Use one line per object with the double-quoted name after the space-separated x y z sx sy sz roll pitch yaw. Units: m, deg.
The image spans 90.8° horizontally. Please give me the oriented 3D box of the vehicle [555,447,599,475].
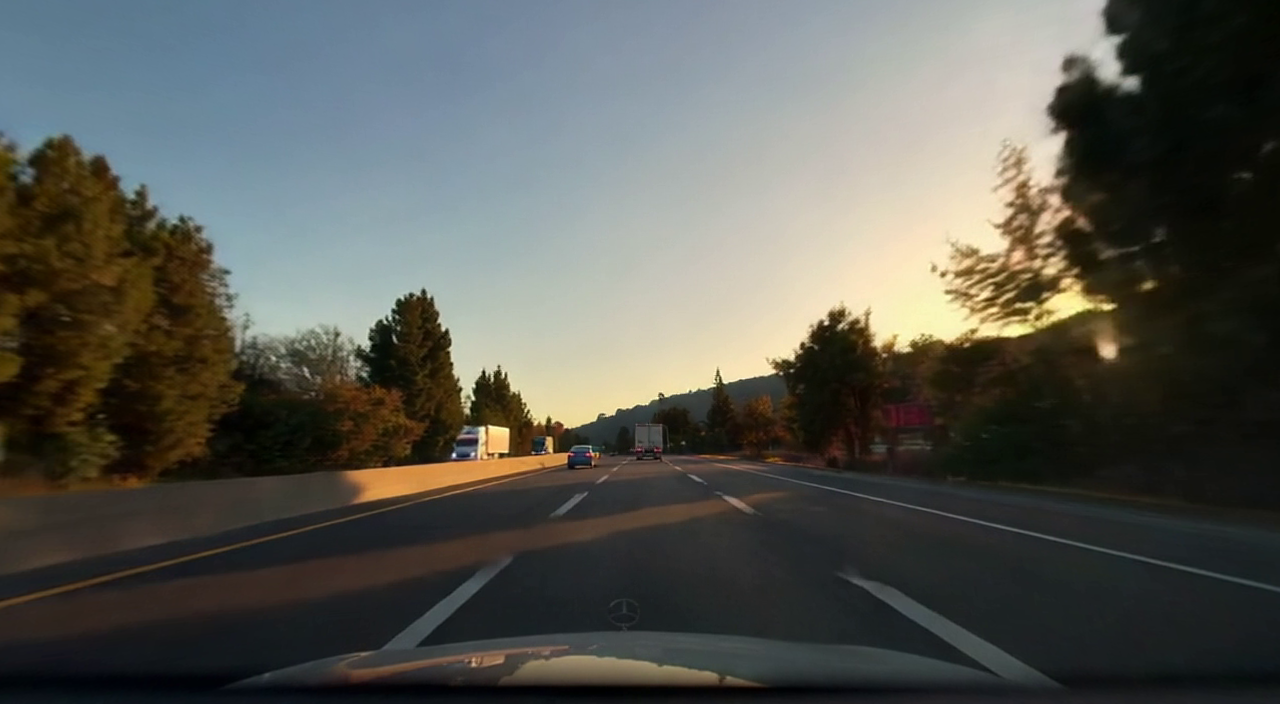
-3.400 5.939 34.663 1.955 1.438 4.100 0 -9 1 "vehicle"
